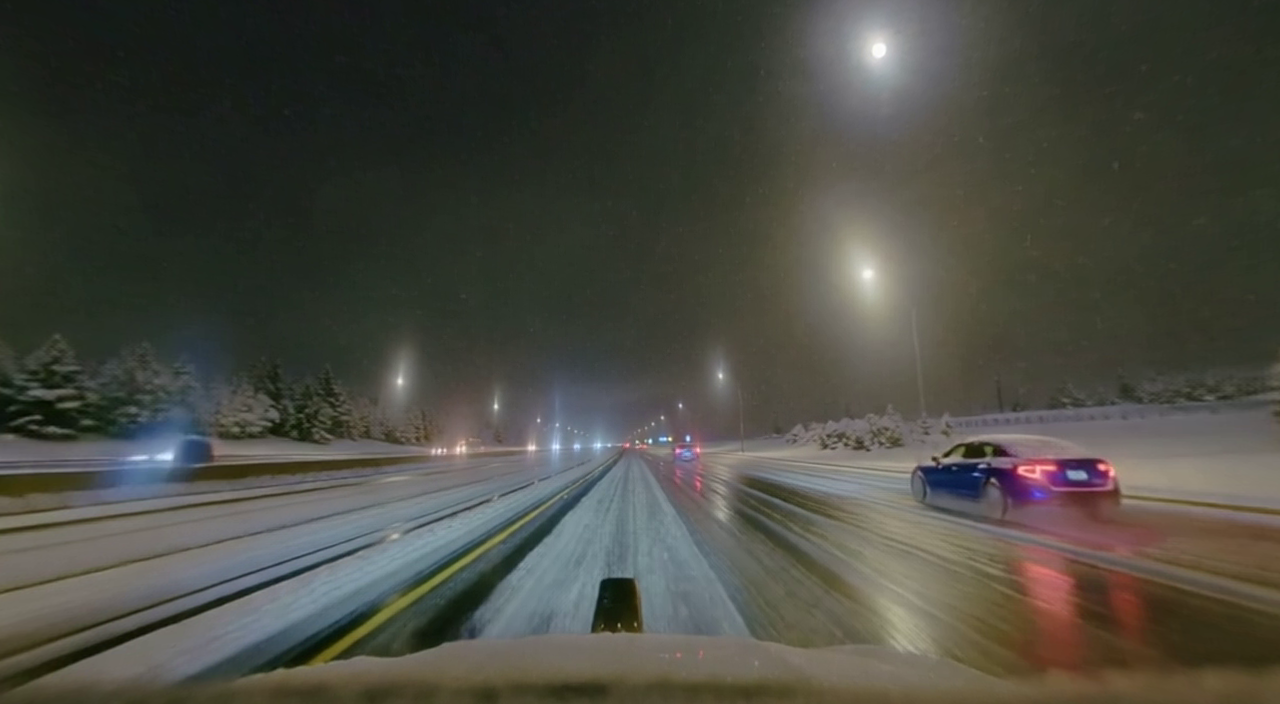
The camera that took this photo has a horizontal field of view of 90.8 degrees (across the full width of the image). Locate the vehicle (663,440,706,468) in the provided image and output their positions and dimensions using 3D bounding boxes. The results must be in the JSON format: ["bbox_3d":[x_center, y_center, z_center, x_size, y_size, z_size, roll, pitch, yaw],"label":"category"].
[{"bbox_3d":[2.639,6.218,38.540,2.270,1.615,3.770,0,-8,-1],"label":"vehicle"}]

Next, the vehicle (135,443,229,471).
[{"bbox_3d":[-28.504,6.536,39.580,2.125,1.654,5.097,0,-8,-1],"label":"vehicle"}]

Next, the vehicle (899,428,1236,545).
[{"bbox_3d":[6.697,2.154,10.919,2.227,1.522,5.041,0,-8,-1],"label":"vehicle"}]
